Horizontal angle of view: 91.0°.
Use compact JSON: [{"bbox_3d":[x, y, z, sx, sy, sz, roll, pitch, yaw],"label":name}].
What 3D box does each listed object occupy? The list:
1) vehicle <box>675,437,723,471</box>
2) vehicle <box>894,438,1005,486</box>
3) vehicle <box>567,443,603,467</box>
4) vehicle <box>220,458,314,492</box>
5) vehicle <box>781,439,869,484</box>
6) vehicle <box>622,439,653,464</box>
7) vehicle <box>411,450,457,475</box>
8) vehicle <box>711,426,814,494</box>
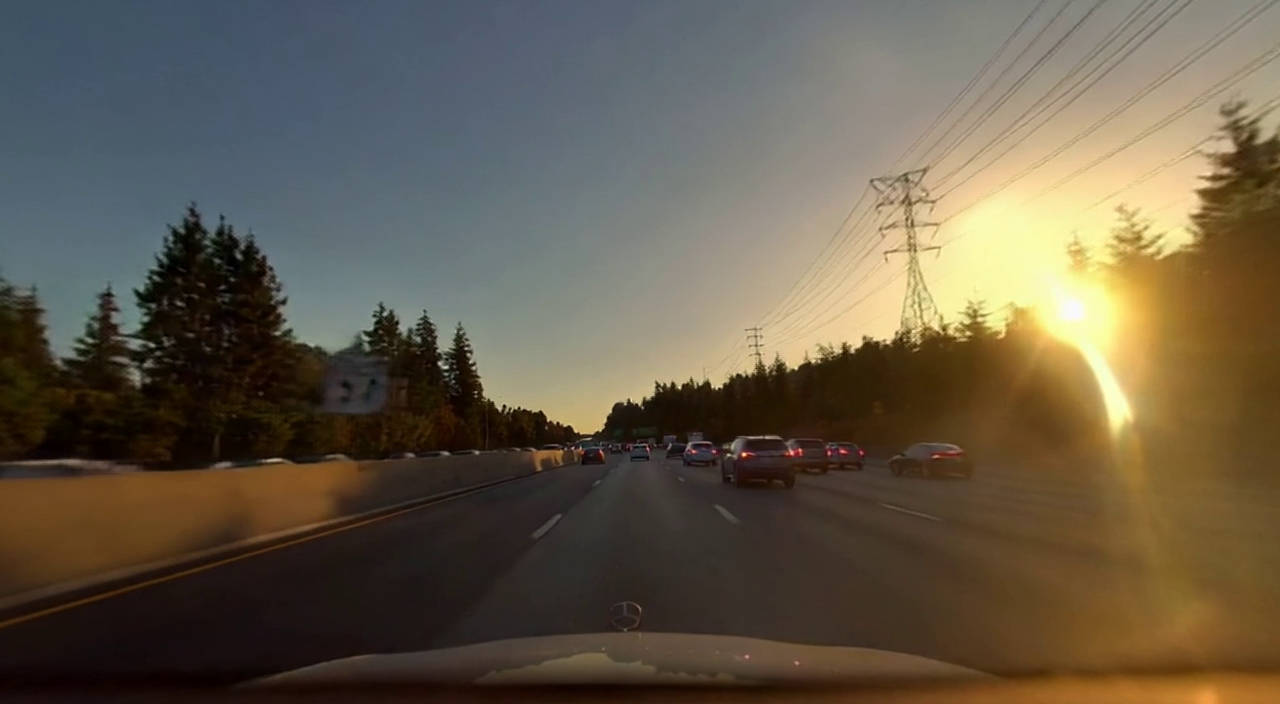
[{"bbox_3d":[3.248,5.710,35.461,2.111,1.755,4.459,0,-8,-2],"label":"vehicle"},{"bbox_3d":[10.520,3.738,21.740,1.850,1.492,3.767,0,-8,-1],"label":"vehicle"},{"bbox_3d":[-3.667,6.937,42.544,2.051,1.510,4.373,0,-8,0],"label":"vehicle"},{"bbox_3d":[-18.998,6.267,32.341,1.941,1.477,4.644,0,-8,1],"label":"vehicle"},{"bbox_3d":[6.857,4.097,23.894,1.909,1.507,4.471,0,-8,-1],"label":"vehicle"},{"bbox_3d":[-0.213,7.641,48.459,2.314,1.796,4.254,0,-8,-1],"label":"vehicle"},{"bbox_3d":[-15.119,8.118,46.432,1.898,1.685,4.371,0,-8,1],"label":"vehicle"},{"bbox_3d":[3.601,3.287,19.487,2.138,1.826,4.783,0,-8,-1],"label":"vehicle"}]
